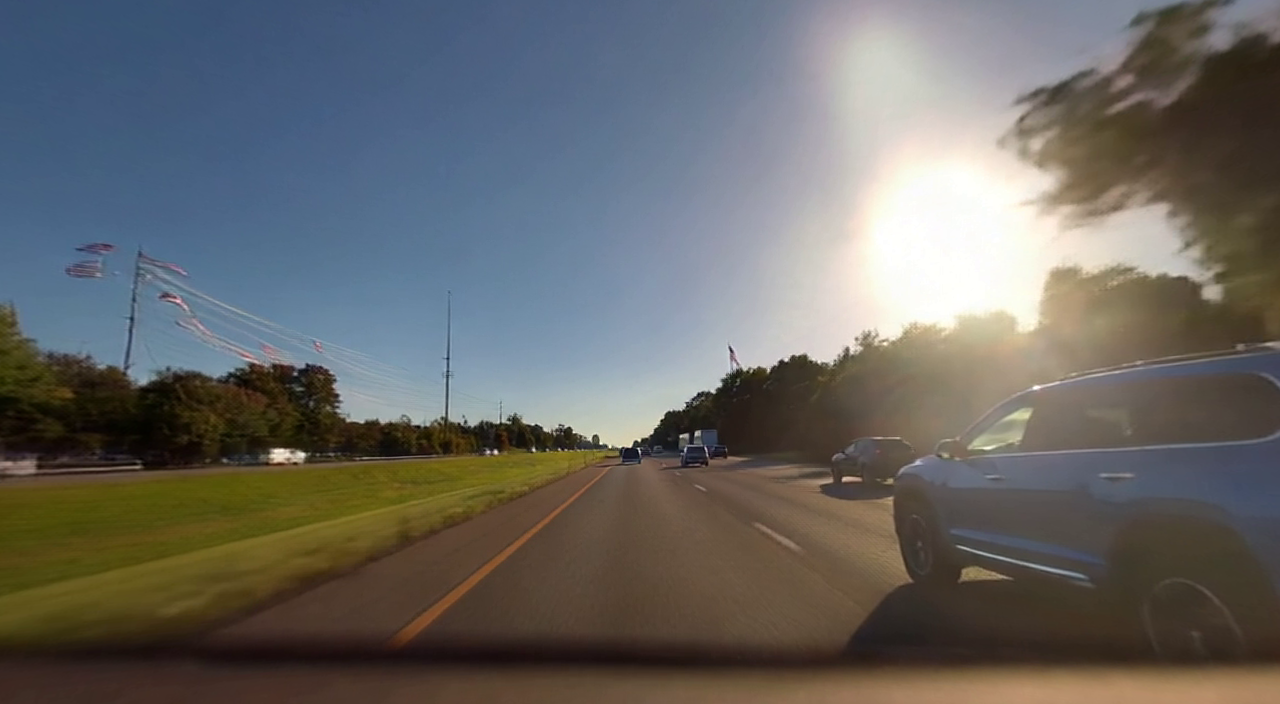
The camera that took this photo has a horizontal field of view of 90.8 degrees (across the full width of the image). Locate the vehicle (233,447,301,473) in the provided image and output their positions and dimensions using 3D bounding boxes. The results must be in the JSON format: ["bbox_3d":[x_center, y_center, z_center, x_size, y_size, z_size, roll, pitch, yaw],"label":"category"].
[{"bbox_3d":[-28.728,8.292,48.845,2.139,1.875,5.063,0,-8,0],"label":"vehicle"}]

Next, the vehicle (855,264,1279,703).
[{"bbox_3d":[3.727,0.906,4.097,2.461,2.013,6.075,0,-8,-1],"label":"vehicle"}]

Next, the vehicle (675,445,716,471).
[{"bbox_3d":[3.371,6.509,39.131,1.978,1.488,4.252,0,-8,-2],"label":"vehicle"}]

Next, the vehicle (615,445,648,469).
[{"bbox_3d":[-0.555,6.891,41.597,2.085,1.449,3.860,0,-8,-1],"label":"vehicle"}]
